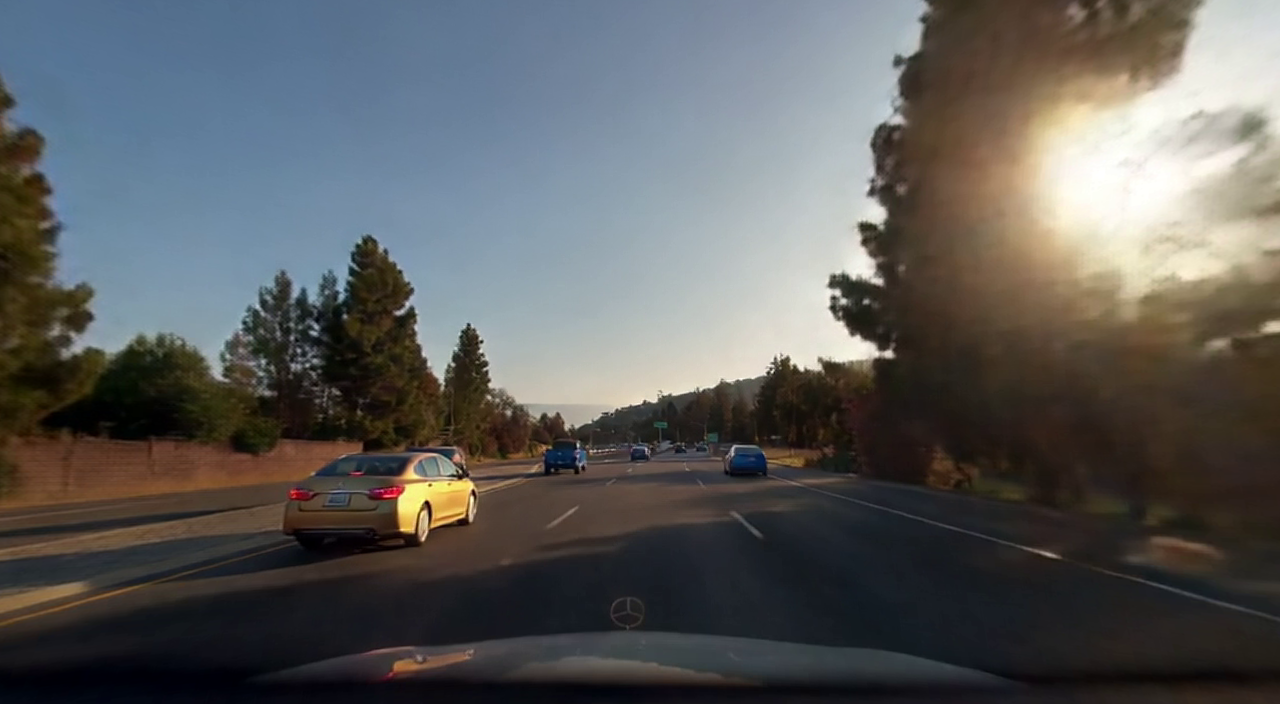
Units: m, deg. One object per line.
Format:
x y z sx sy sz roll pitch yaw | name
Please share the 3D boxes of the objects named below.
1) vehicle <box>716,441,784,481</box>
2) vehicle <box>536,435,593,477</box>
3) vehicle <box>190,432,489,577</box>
4.407 4.460 26.046 2.100 1.472 4.533 0 -8 1 | vehicle
-3.555 4.989 30.506 2.122 1.847 4.696 0 -8 0 | vehicle
-3.654 1.914 8.814 1.948 1.475 4.461 0 -8 0 | vehicle
